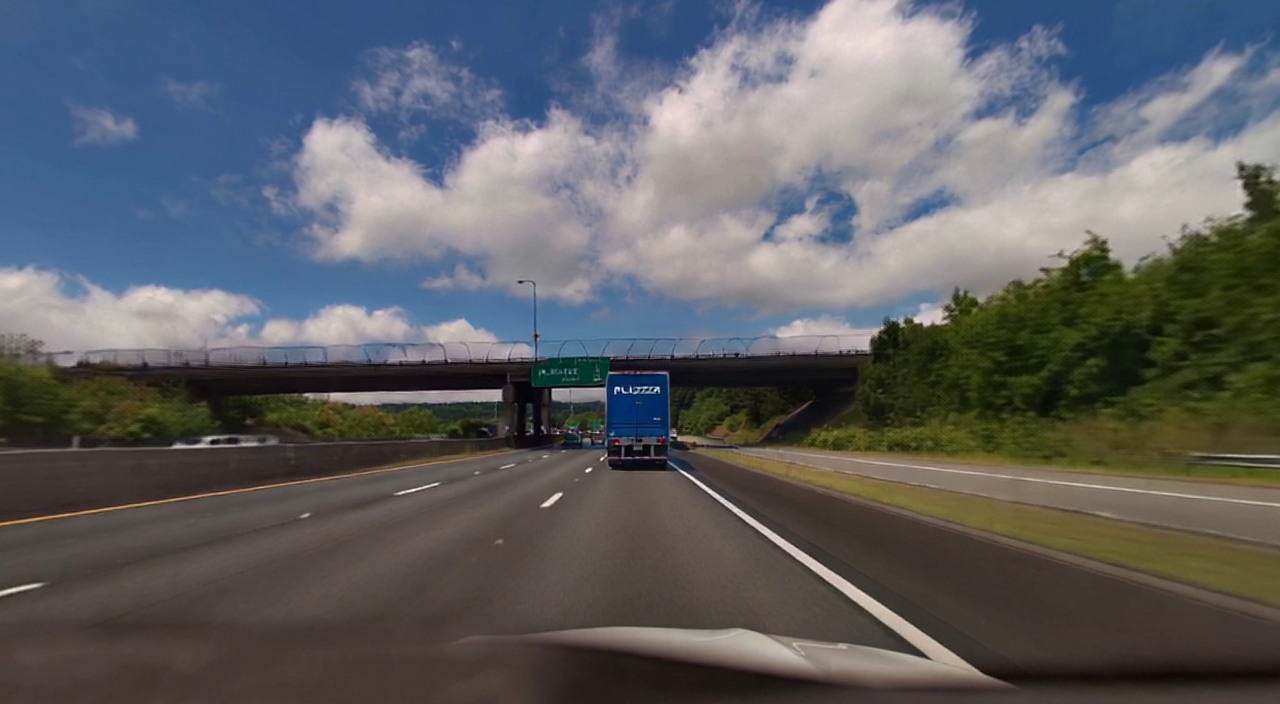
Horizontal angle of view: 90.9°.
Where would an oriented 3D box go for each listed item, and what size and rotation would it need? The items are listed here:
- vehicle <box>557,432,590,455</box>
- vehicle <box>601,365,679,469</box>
[{"bbox_3d":[-5.149,7.149,49.420,2.198,1.712,4.655,0,-8,-1],"label":"vehicle"},{"bbox_3d":[-0.127,3.254,29.942,2.926,3.959,11.818,0,-8,-1],"label":"vehicle"}]
